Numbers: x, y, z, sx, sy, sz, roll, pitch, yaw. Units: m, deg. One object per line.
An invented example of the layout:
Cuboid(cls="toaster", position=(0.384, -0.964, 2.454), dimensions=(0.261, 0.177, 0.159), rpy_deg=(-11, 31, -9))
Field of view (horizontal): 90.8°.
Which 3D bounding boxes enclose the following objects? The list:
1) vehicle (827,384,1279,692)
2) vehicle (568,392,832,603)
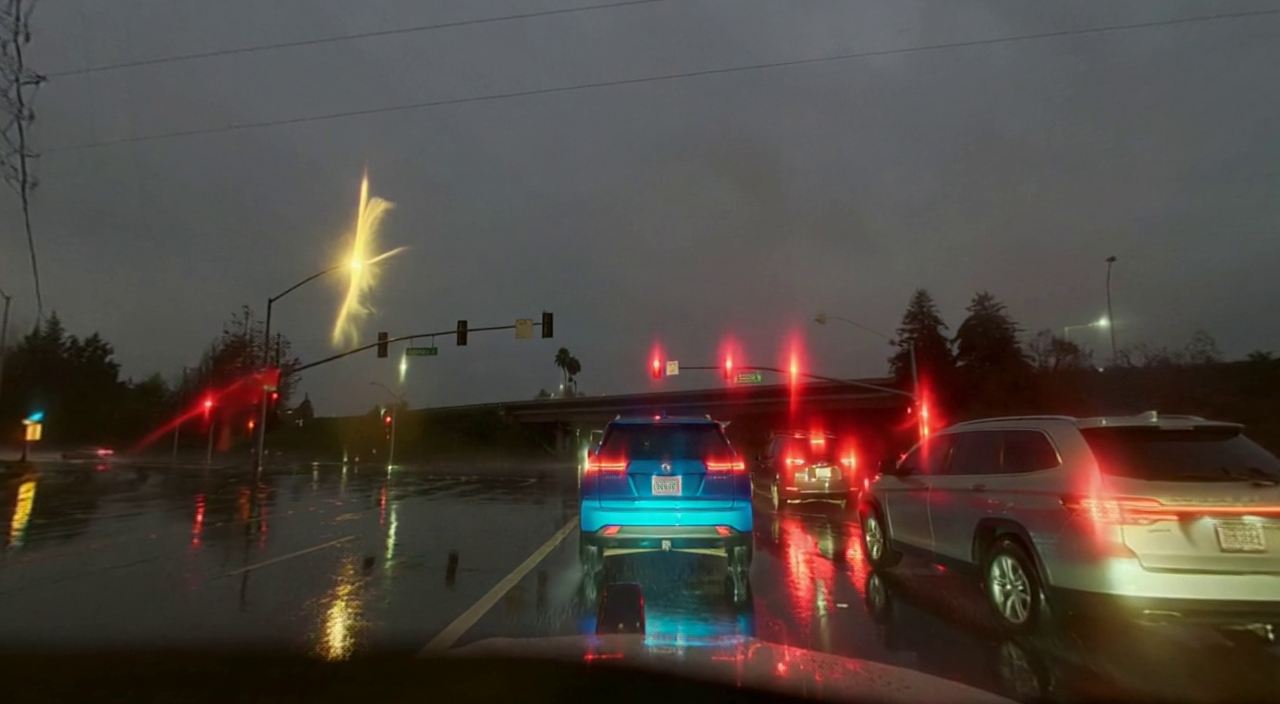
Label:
Cuboid(cls="vehicle", position=(3.411, 1.341, 5.785), dimensions=(1.990, 1.649, 4.625), rpy_deg=(0, -8, 0))
Cuboid(cls="vehicle", position=(0.455, 1.557, 7.616), dimensions=(2.240, 1.778, 4.335), rpy_deg=(0, -8, -1))
